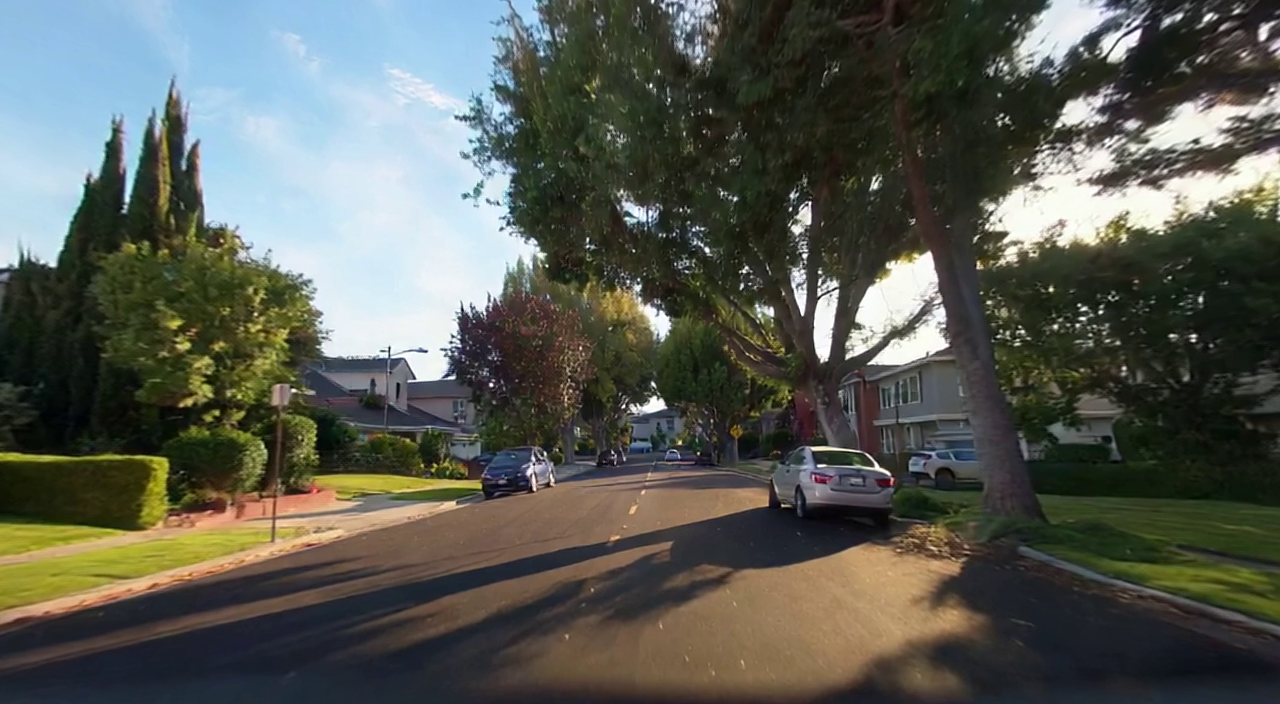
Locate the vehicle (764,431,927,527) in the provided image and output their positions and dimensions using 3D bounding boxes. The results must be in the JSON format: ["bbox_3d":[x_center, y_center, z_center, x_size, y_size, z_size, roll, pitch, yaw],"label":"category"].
[{"bbox_3d":[4.053,2.569,13.342,2.115,1.673,4.236,-1,-9,2],"label":"vehicle"}]

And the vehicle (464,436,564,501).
[{"bbox_3d":[-4.049,3.868,21.099,2.093,1.810,4.555,-3,-10,4],"label":"vehicle"}]

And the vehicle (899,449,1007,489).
[{"bbox_3d":[12.928,4.770,26.052,4.242,1.503,1.922,5,-10,-32],"label":"vehicle"}]
